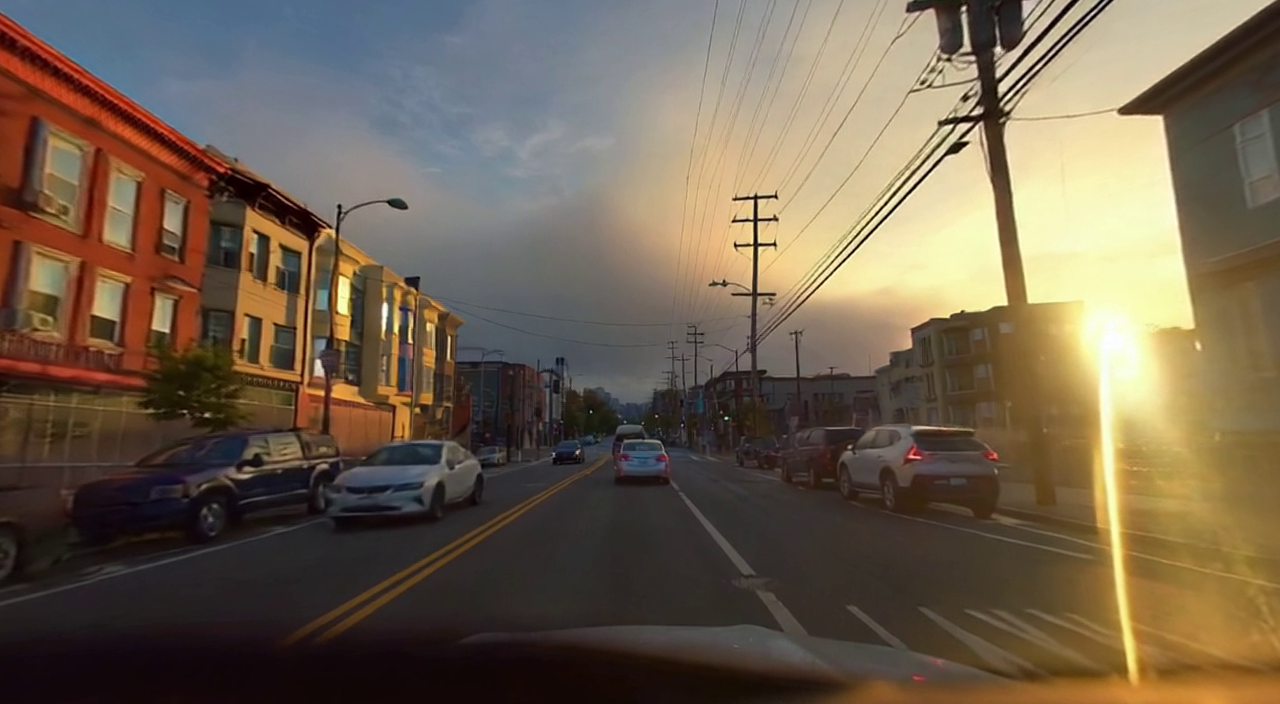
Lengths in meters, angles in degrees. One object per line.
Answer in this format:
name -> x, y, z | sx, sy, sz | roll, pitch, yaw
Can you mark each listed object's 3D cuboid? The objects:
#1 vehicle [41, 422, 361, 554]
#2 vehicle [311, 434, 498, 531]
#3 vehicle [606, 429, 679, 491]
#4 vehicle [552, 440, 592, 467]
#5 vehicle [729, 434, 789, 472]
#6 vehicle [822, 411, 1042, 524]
vehicle -> -7.401, 2.283, 11.639 | 2.095, 1.847, 5.290 | 0, -8, 0
vehicle -> -4.234, 2.396, 12.267 | 1.944, 1.515, 4.428 | 0, -8, 0
vehicle -> 0.082, 3.190, 18.927 | 1.980, 1.635, 3.795 | 0, -8, 0
vehicle -> -4.103, 6.197, 38.715 | 1.968, 1.524, 4.304 | 0, -8, 0
vehicle -> 6.384, 5.512, 34.667 | 2.197, 1.917, 5.637 | 0, -8, 0
vehicle -> 6.246, 2.562, 14.664 | 2.203, 2.052, 5.975 | 0, -8, 0
